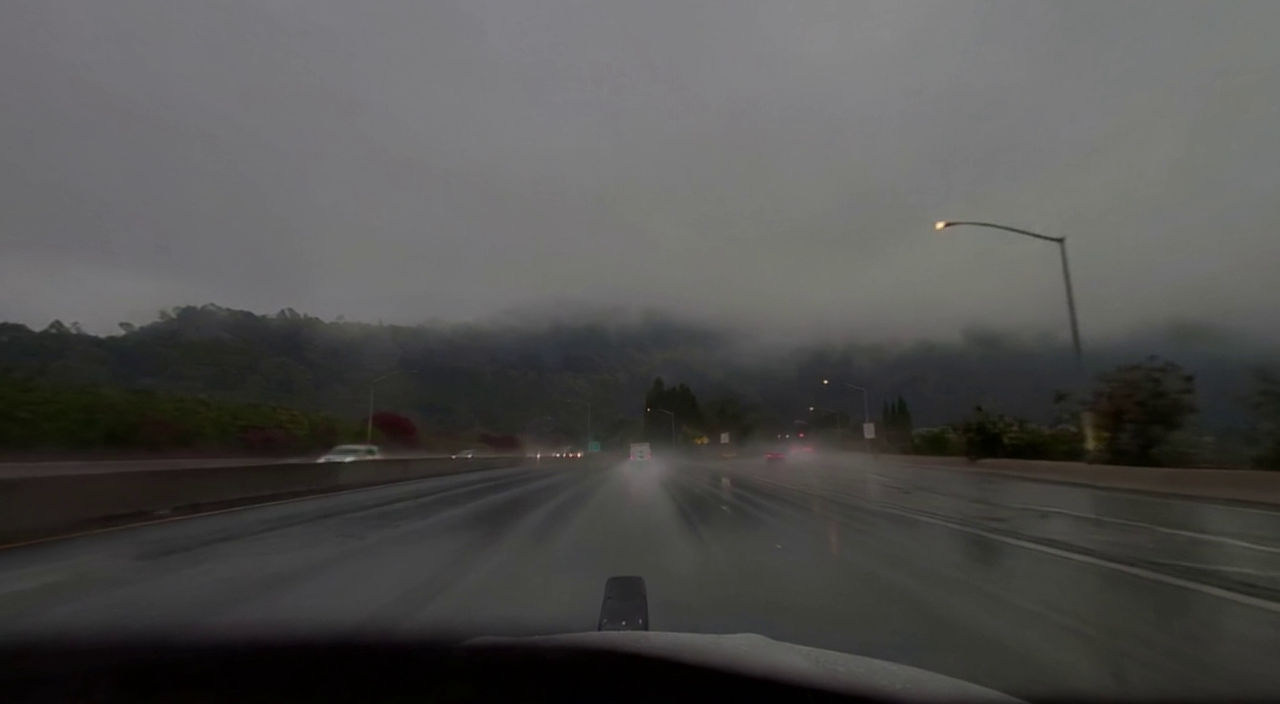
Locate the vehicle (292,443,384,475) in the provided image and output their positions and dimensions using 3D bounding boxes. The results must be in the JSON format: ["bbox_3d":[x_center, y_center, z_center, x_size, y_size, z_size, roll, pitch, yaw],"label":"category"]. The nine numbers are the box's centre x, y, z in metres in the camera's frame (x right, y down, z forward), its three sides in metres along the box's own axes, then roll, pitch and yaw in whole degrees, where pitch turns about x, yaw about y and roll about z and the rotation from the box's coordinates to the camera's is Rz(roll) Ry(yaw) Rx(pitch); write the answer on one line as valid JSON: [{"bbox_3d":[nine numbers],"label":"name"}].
[{"bbox_3d":[-17.442,6.184,36.854,2.241,1.653,6.297,0,-9,0],"label":"vehicle"}]

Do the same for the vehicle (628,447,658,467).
[{"bbox_3d":[0.199,8.155,49.115,2.193,1.497,4.337,0,-9,-1],"label":"vehicle"}]
